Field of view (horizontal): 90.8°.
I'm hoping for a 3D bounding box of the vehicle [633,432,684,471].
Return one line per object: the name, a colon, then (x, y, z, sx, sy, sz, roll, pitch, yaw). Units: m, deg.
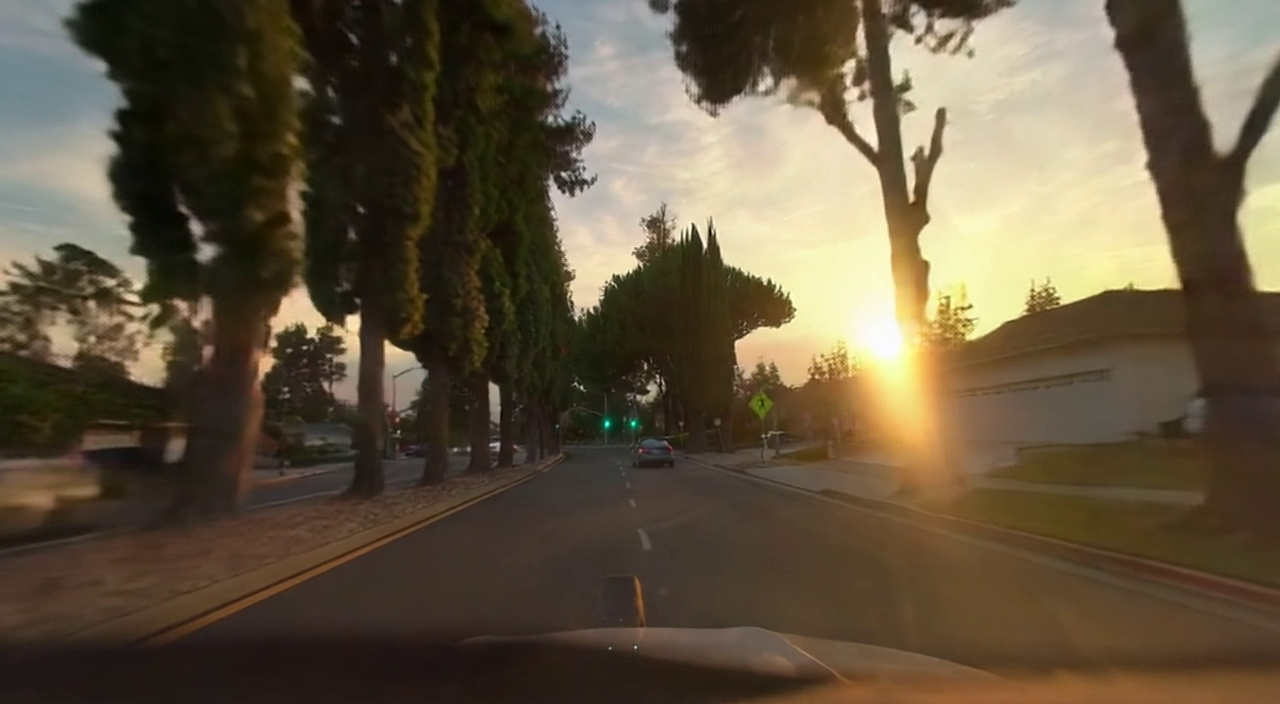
vehicle: (0.801, 4.737, 30.272, 1.990, 1.707, 4.225, 0, -8, -5)
